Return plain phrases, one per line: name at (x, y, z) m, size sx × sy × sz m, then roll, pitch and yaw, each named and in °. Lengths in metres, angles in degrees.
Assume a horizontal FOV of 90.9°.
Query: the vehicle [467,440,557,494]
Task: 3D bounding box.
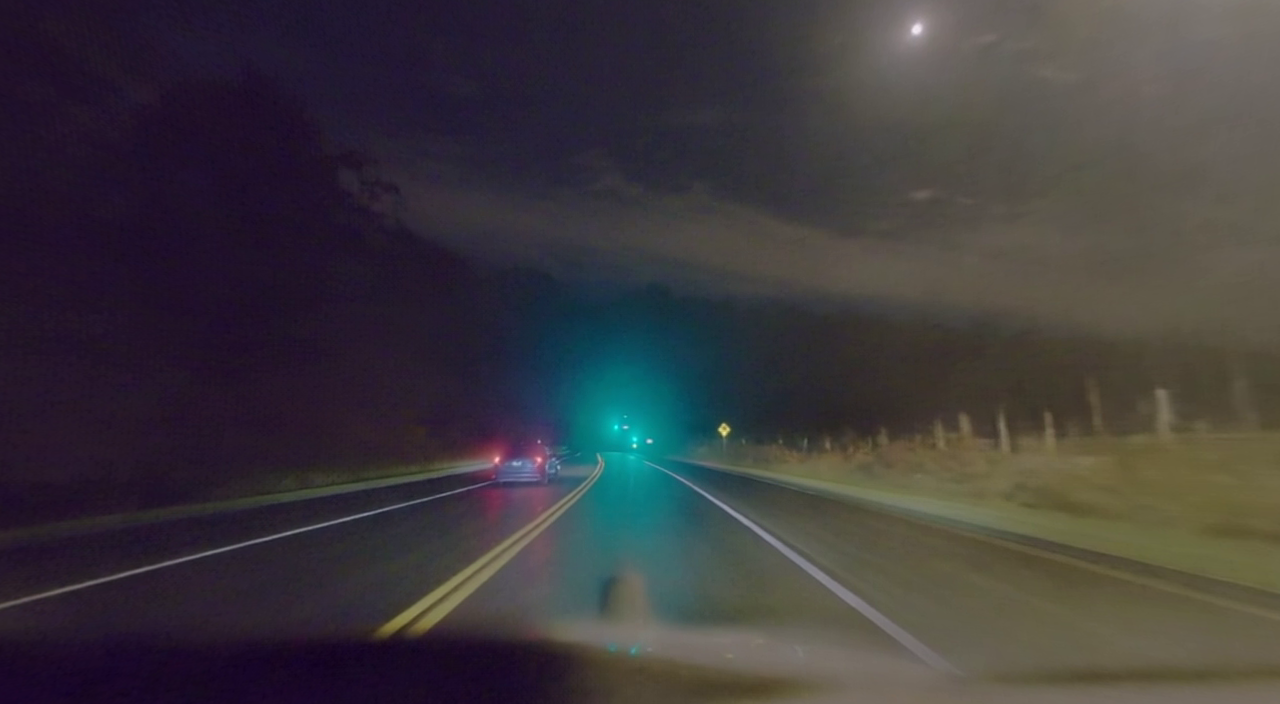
vehicle at (-3.908, 3.591, 20.130) m, size 1.968 × 1.503 × 4.443 m, roll 0°, pitch -8°, yaw 0°
